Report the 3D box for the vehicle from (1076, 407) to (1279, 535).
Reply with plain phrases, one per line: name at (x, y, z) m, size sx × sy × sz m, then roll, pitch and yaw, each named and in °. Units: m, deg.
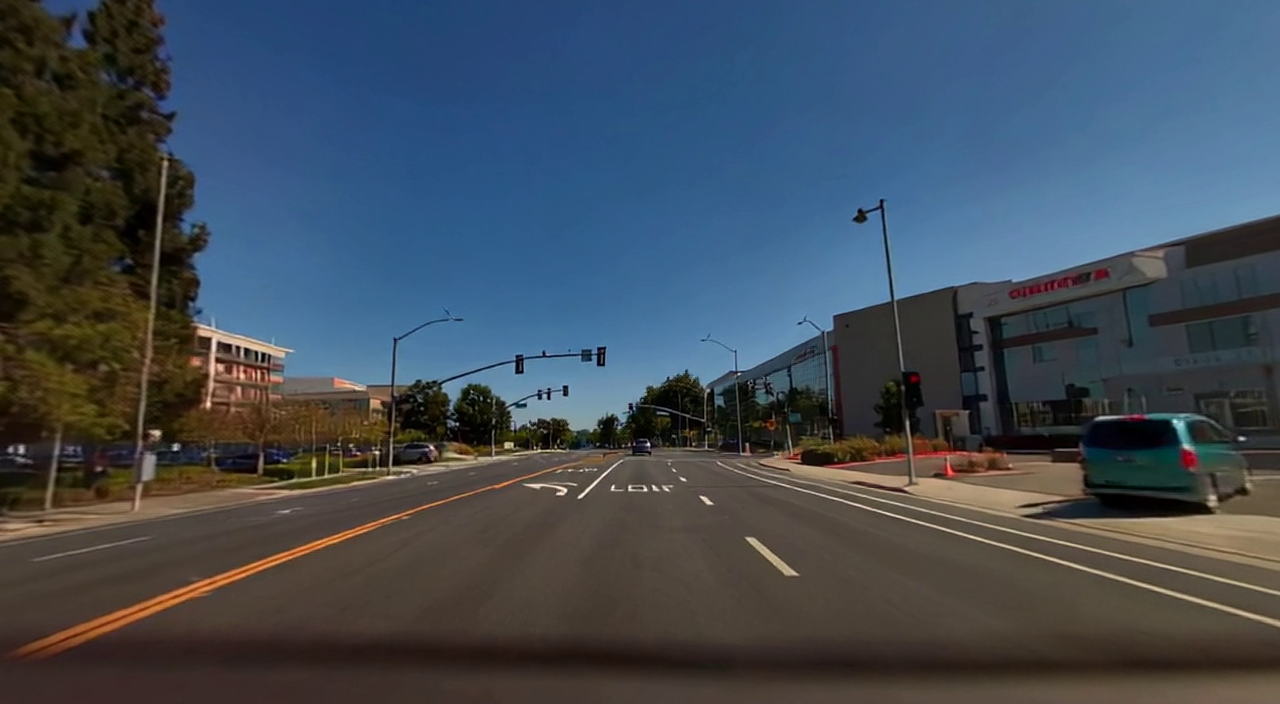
vehicle at (10.191, 2.021, 11.163) m, size 4.635 × 1.821 × 2.087 m, roll 5°, pitch -10°, yaw -30°
